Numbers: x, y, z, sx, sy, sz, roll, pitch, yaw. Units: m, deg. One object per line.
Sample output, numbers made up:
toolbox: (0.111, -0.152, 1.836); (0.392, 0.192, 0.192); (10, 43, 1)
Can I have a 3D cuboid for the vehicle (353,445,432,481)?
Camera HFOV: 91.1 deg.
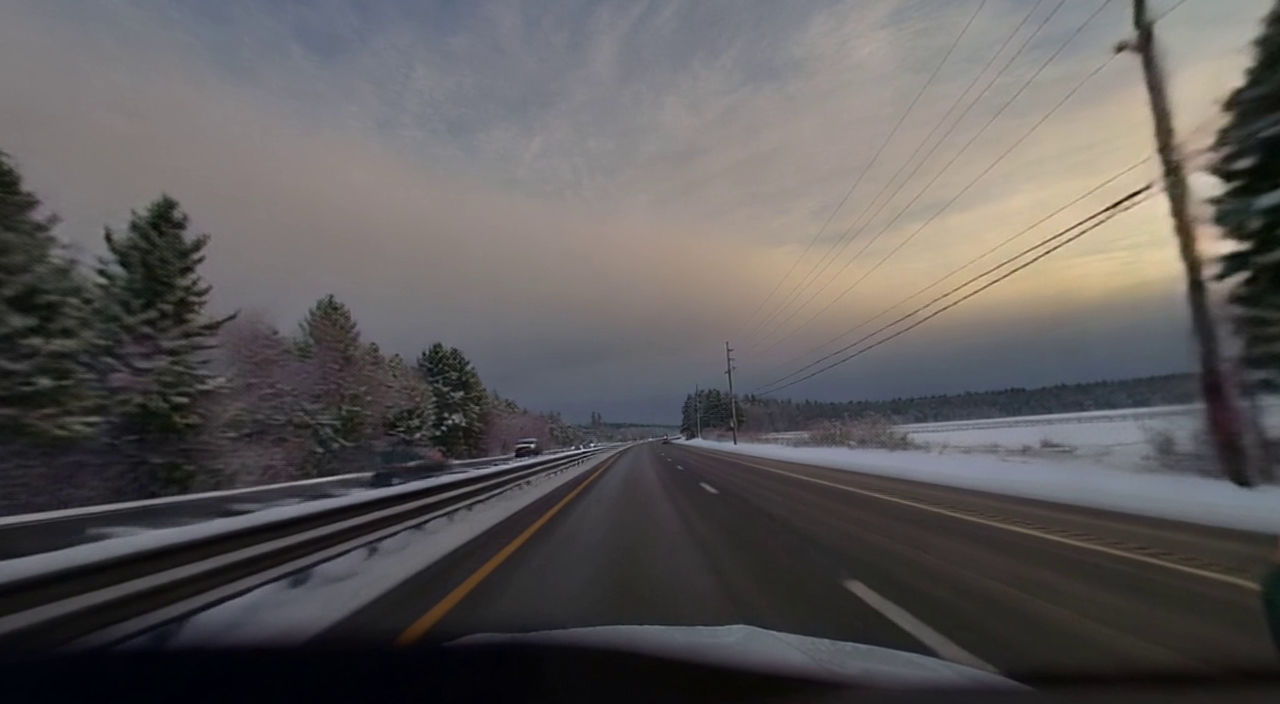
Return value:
vehicle: (-11.061, 4.960, 28.354); (1.899, 1.437, 4.094); (0, -8, 0)
